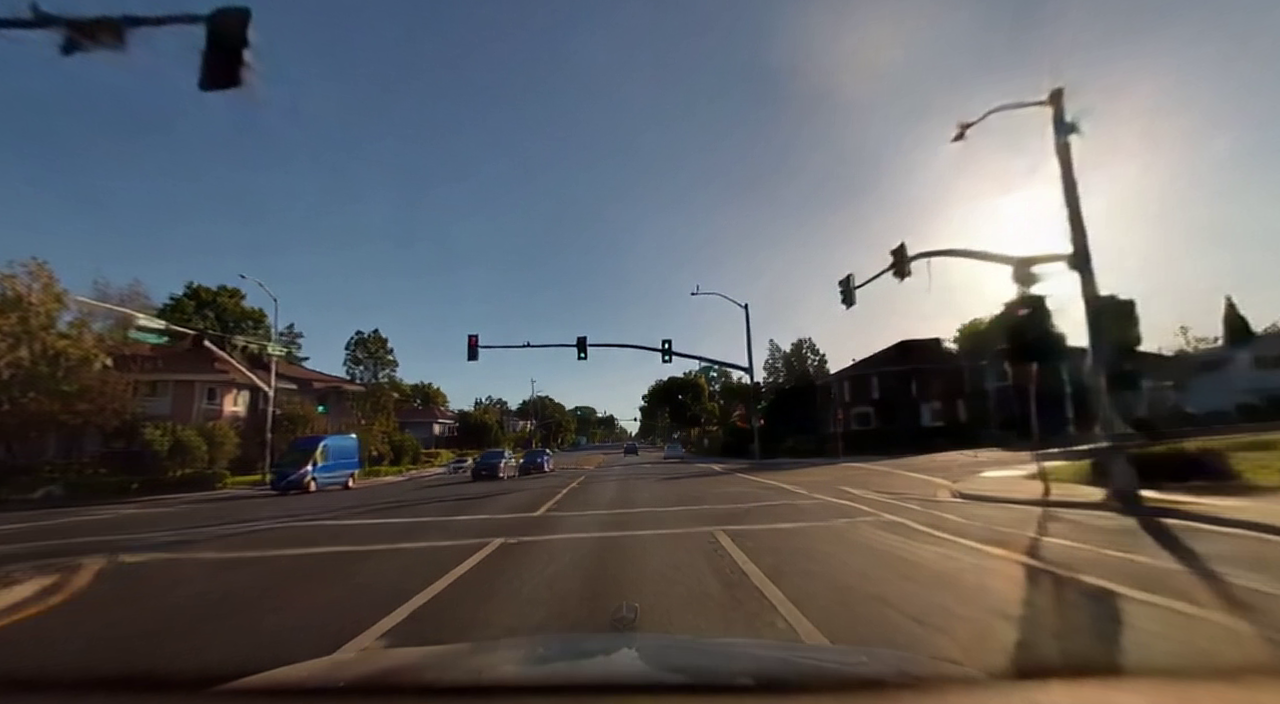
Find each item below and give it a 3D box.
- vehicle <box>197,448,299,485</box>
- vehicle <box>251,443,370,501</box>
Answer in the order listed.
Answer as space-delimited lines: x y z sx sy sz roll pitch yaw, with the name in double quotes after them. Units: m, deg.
-21.371 6.222 34.542 4.323 1.678 1.890 -2 -7 -2 "vehicle"
-13.807 5.001 26.936 2.346 2.217 5.290 0 -8 -2 "vehicle"
